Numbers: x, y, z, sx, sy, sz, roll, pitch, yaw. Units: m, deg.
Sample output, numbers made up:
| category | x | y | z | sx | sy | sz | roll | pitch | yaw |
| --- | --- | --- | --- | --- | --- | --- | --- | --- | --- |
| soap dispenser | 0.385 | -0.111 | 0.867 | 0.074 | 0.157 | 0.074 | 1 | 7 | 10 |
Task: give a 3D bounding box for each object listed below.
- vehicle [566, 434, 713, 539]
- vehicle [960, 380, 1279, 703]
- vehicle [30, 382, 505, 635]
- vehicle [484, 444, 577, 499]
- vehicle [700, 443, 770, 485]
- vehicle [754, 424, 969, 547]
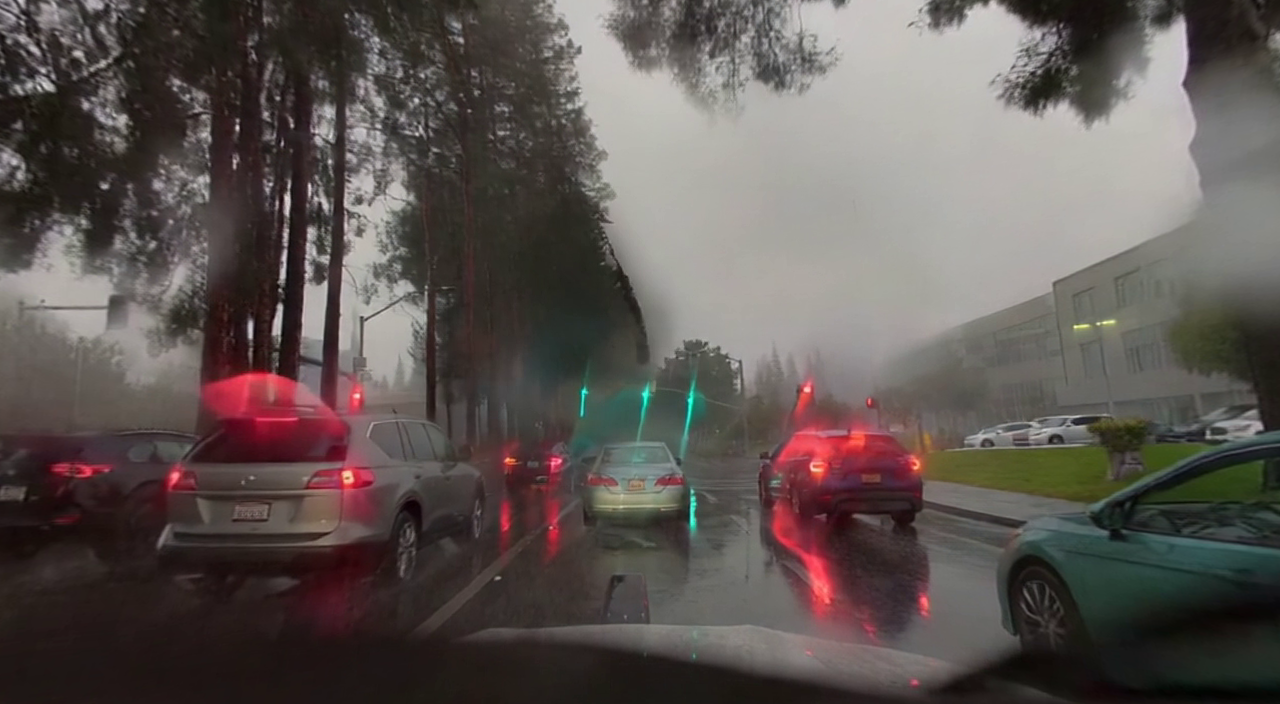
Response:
| category | x | y | z | sx | sy | sz | roll | pitch | yaw |
| --- | --- | --- | --- | --- | --- | --- | --- | --- | --- |
| vehicle | -0.008 | 2.272 | 11.265 | 2.147 | 1.507 | 3.953 | 0 | -8 | 0 |
| vehicle | 3.302 | 0.941 | 2.597 | 1.899 | 1.588 | 3.888 | 0 | -9 | 0 |
| vehicle | -3.107 | 1.435 | 6.779 | 2.168 | 1.750 | 4.625 | -1 | -8 | 2 |
| vehicle | -3.097 | 3.459 | 18.729 | 1.975 | 1.420 | 4.196 | 0 | -8 | 1 |
| vehicle | 3.715 | 4.452 | 25.298 | 2.137 | 1.515 | 3.841 | 0 | -8 | -1 |
| vehicle | 3.426 | 2.156 | 10.847 | 2.040 | 1.647 | 4.379 | 0 | -8 | -1 |
